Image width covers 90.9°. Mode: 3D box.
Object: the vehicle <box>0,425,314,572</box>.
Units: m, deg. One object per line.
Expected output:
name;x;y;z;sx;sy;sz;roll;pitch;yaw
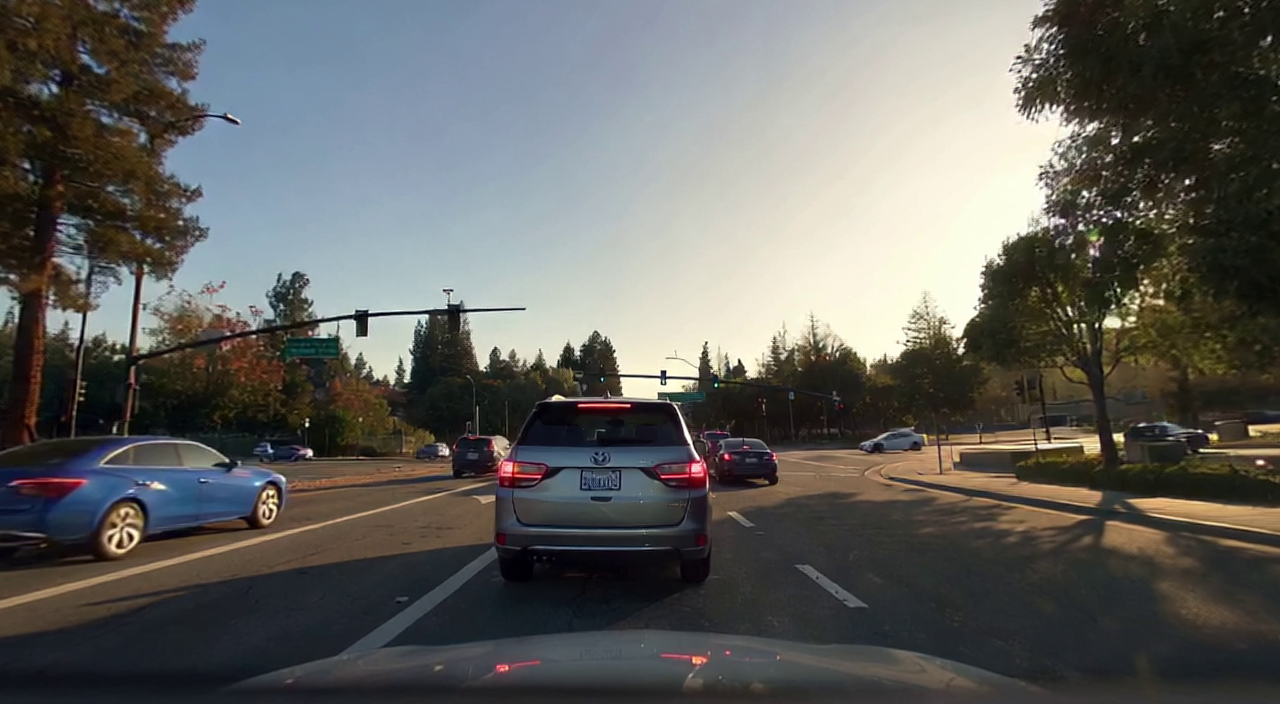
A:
vehicle;-6.996;1.856;8.934;2.060;1.473;4.950;0;-8;0

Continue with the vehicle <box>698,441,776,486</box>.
vehicle;3.314;3.904;22.386;2.104;1.441;4.240;0;-8;1

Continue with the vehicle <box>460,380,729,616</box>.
vehicle;-0.342;1.440;7.094;2.064;1.817;4.298;0;-8;0

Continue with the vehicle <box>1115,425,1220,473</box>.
vehicle;19.246;3.512;22.938;4.215;1.578;1.892;7;-11;-37

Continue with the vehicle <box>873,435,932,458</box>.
vehicle;20.004;7.199;47.930;4.361;1.653;2.034;6;-10;-35
